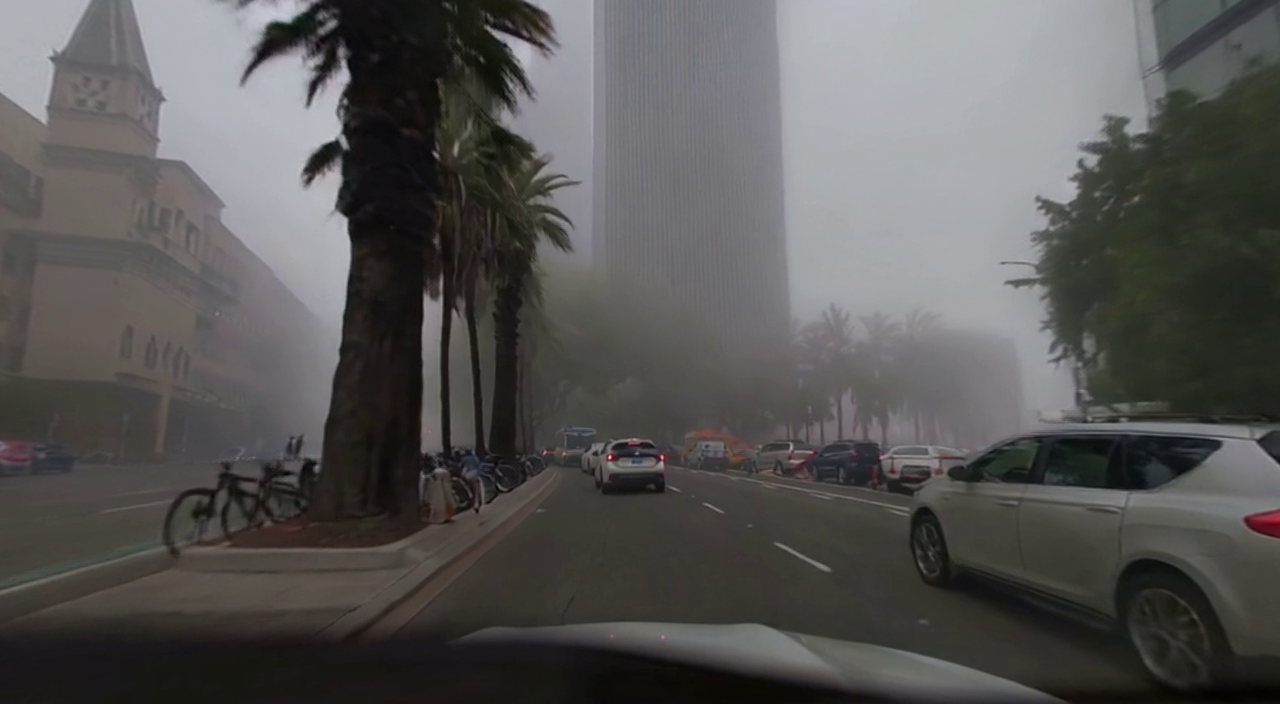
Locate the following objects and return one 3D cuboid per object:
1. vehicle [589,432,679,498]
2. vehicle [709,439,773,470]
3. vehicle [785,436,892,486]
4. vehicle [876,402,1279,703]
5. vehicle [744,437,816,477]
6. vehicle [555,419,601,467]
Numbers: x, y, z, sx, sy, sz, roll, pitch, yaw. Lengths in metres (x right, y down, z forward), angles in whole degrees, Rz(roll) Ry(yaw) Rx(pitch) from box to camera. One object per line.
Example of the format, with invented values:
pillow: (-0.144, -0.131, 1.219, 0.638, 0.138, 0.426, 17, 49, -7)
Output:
vehicle: (-0.294, 3.049, 17.409, 2.111, 1.605, 3.832, 1, -9, -6)
vehicle: (5.518, 5.708, 35.370, 1.945, 1.623, 5.013, 2, -9, -11)
vehicle: (7.185, 3.975, 23.437, 2.067, 1.641, 4.569, 1, -9, -6)
vehicle: (3.672, 1.207, 4.273, 2.116, 1.500, 4.702, 0, -9, -3)
vehicle: (6.467, 4.903, 29.717, 1.860, 1.684, 4.211, 1, -9, -8)
vehicle: (-4.190, 6.024, 41.695, 2.400, 2.872, 6.053, 2, -9, -11)
